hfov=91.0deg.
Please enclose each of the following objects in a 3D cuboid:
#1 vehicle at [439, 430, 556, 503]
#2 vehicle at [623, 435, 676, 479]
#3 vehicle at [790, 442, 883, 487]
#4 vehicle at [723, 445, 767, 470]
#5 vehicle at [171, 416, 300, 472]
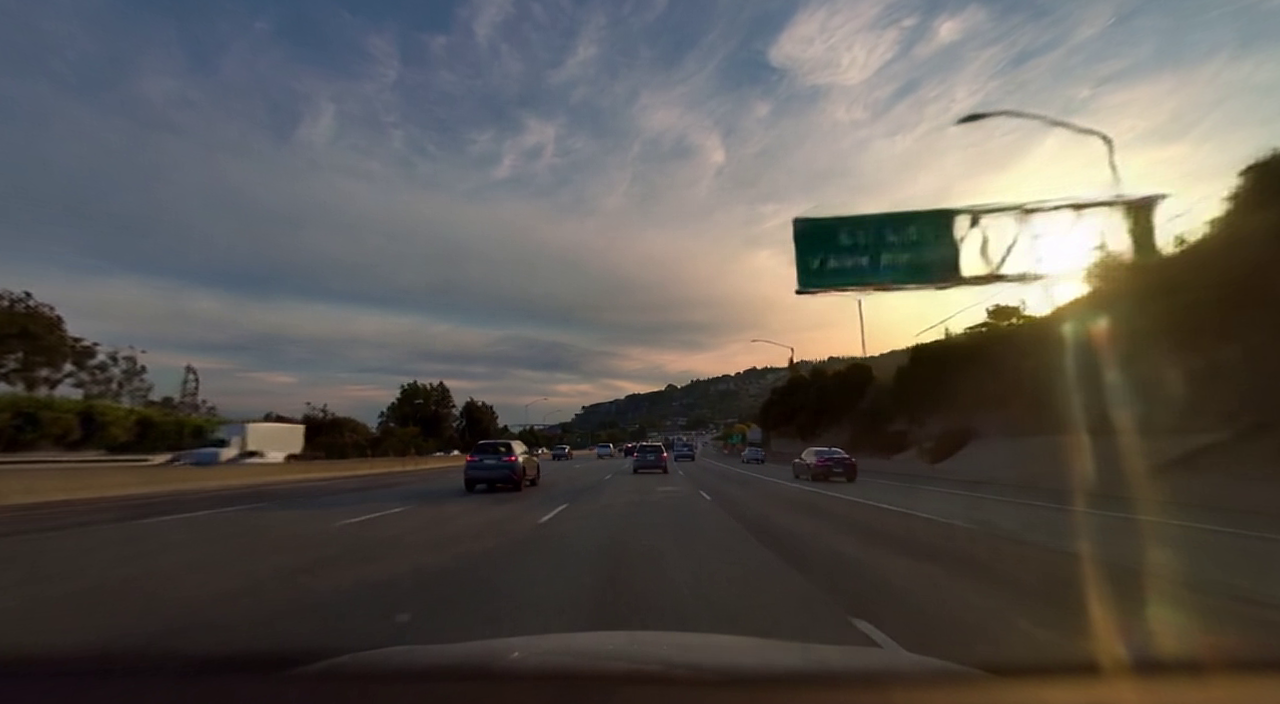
[{"bbox_3d":[-3.785,3.136,17.593,2.142,1.759,4.297,0,-9,2],"label":"vehicle"},{"bbox_3d":[0.435,4.847,29.243,2.270,1.862,4.949,0,-9,1],"label":"vehicle"},{"bbox_3d":[6.984,4.035,22.871,1.936,1.480,4.373,0,-9,0],"label":"vehicle"},{"bbox_3d":[6.635,6.729,40.324,2.005,1.456,4.287,0,-9,-1],"label":"vehicle"},{"bbox_3d":[-29.432,6.828,46.493,2.878,3.719,9.010,-1,-9,5],"label":"vehicle"}]
